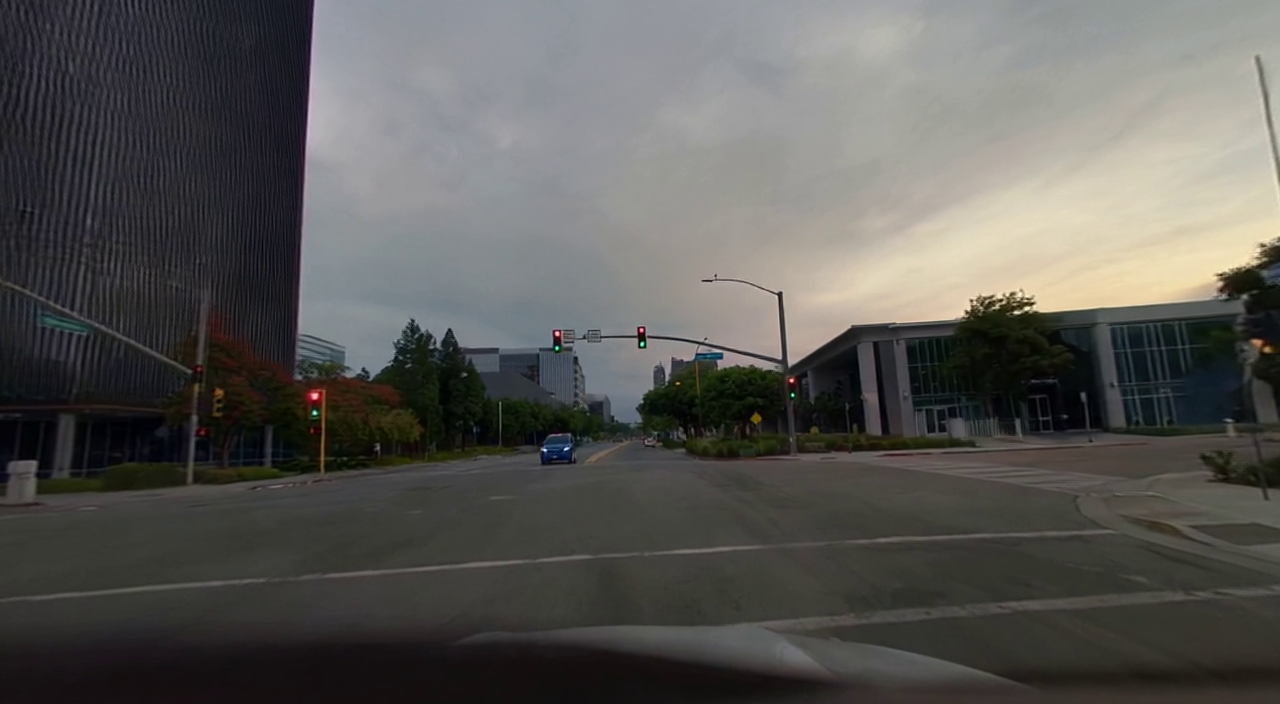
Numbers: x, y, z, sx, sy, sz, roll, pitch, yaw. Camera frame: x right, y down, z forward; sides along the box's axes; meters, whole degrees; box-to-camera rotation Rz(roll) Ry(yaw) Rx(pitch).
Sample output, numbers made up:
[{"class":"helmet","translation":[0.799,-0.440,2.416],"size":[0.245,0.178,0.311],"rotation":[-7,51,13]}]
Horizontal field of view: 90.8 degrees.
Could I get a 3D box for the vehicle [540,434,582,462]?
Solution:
[{"class":"vehicle","translation":[-4.903,6.014,39.609],"size":[1.988,1.666,4.074],"rotation":[0,-8,1]}]
